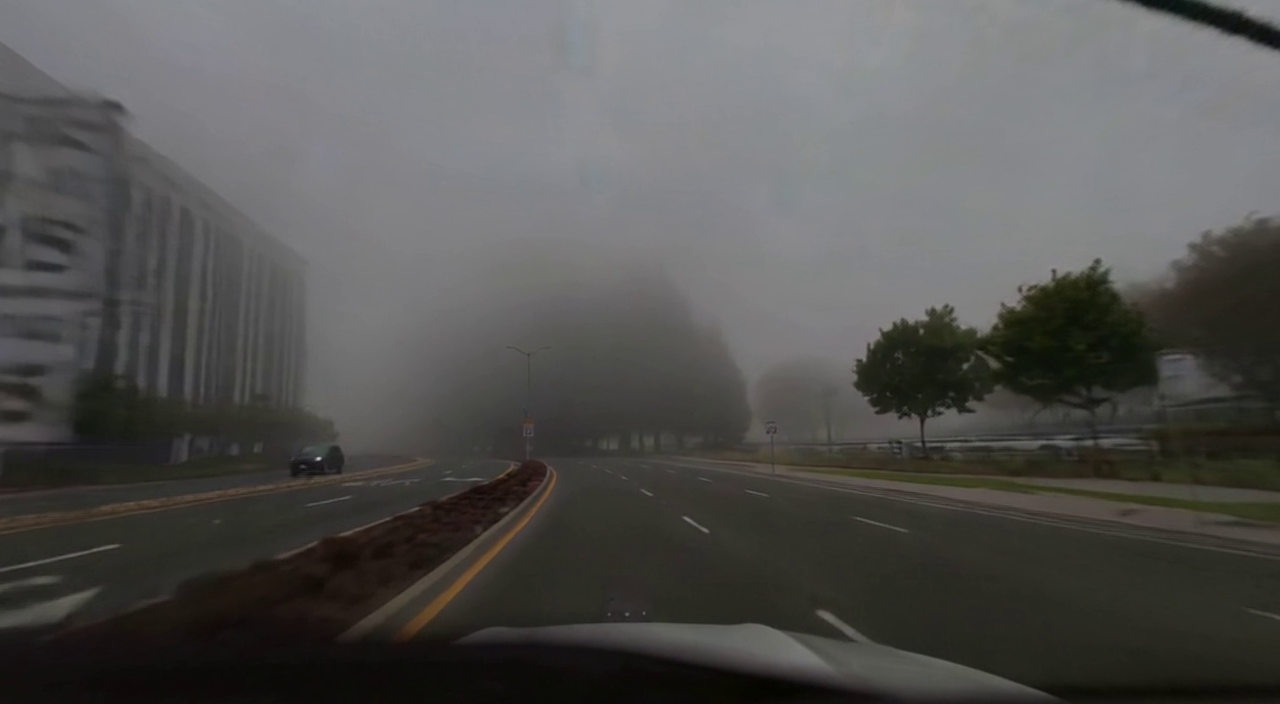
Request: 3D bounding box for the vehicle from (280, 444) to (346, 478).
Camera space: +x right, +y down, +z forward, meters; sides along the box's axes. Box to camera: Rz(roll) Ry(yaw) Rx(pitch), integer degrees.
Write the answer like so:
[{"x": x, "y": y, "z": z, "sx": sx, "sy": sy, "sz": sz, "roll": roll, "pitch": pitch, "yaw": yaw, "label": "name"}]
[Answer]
[{"x": -18.924, "y": 6.308, "z": 36.742, "sx": 2.091, "sy": 1.809, "sz": 4.550, "roll": 2, "pitch": -9, "yaw": -10, "label": "vehicle"}]
